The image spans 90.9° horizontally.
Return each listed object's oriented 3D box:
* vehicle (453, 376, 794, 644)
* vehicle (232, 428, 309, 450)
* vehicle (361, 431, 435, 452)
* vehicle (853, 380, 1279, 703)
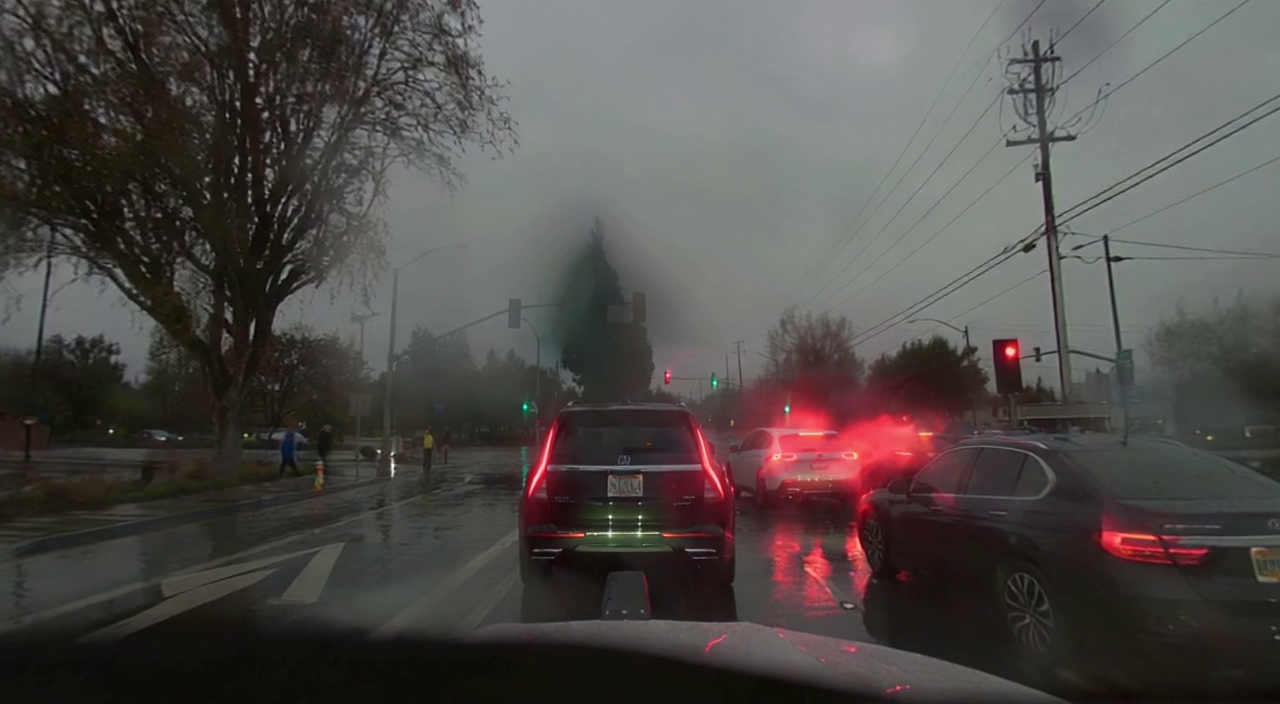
[{"bbox_3d":[-0.157,1.376,6.529,2.271,1.786,4.443,0,-8,-1],"label":"vehicle"},{"bbox_3d":[-27.603,6.524,47.215,4.587,1.639,1.878,0,-8,0],"label":"vehicle"},{"bbox_3d":[-17.762,6.561,46.360,4.607,1.478,1.995,0,-8,0],"label":"vehicle"},{"bbox_3d":[3.552,1.300,5.457,1.948,1.677,4.437,0,-8,1],"label":"vehicle"}]
